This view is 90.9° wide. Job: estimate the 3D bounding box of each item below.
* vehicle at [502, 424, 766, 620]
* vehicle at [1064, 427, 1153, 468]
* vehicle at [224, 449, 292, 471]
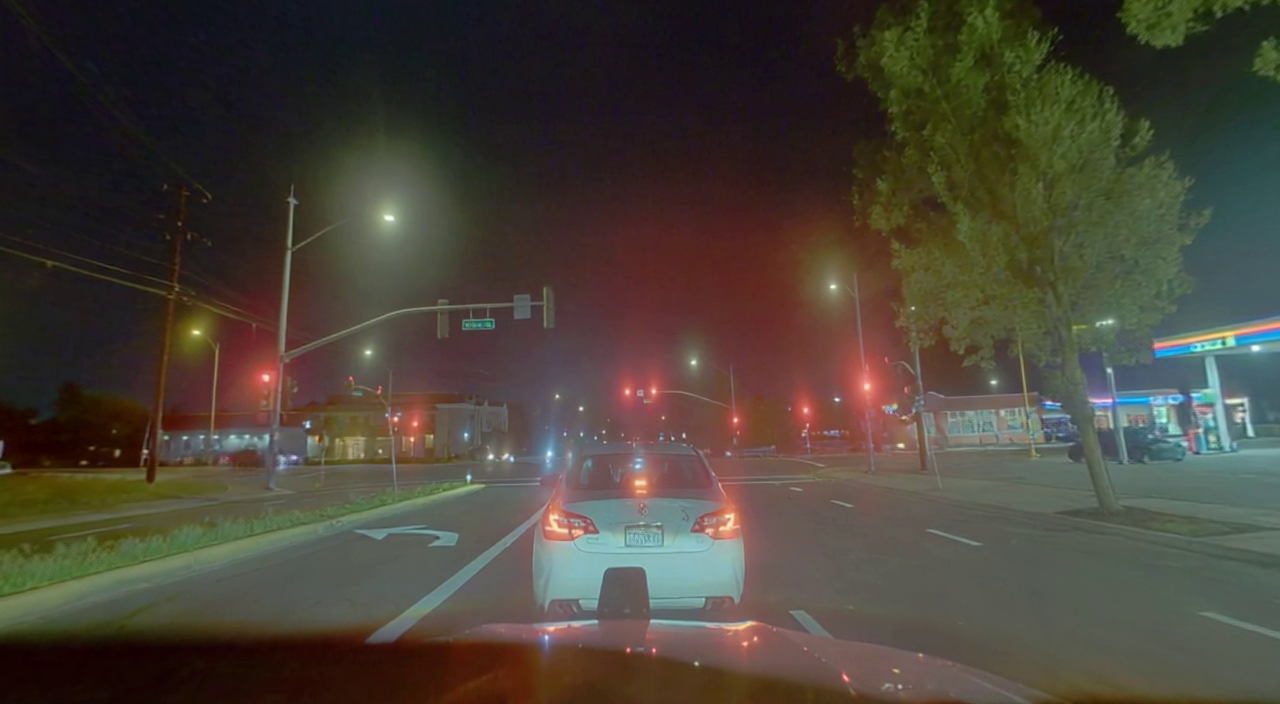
[{"bbox_3d":[-0.047,1.600,6.908,2.010,1.482,4.057,0,-8,0],"label":"vehicle"},{"bbox_3d":[18.559,3.762,24.904,4.091,1.495,2.053,8,-12,-44],"label":"vehicle"},{"bbox_3d":[-28.484,8.030,47.031,3.975,1.563,1.755,-1,-8,5],"label":"vehicle"}]
